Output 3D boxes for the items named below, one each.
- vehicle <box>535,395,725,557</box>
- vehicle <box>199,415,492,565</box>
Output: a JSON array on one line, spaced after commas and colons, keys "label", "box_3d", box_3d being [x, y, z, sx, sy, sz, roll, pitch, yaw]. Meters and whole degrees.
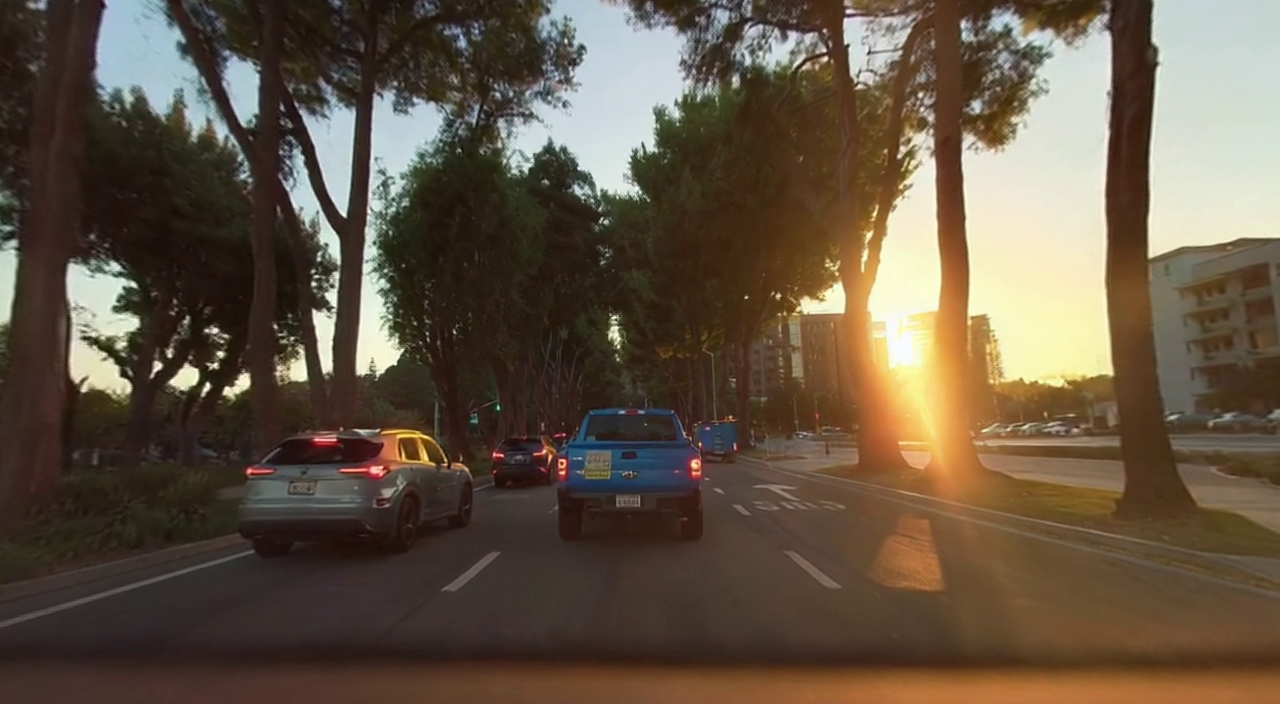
[{"label": "vehicle", "box_3d": [-0.088, 1.652, 8.985, 2.075, 1.770, 4.018, 0, -8, 1]}, {"label": "vehicle", "box_3d": [-3.760, 1.845, 9.250, 1.959, 1.614, 4.676, 0, -8, 1]}]
